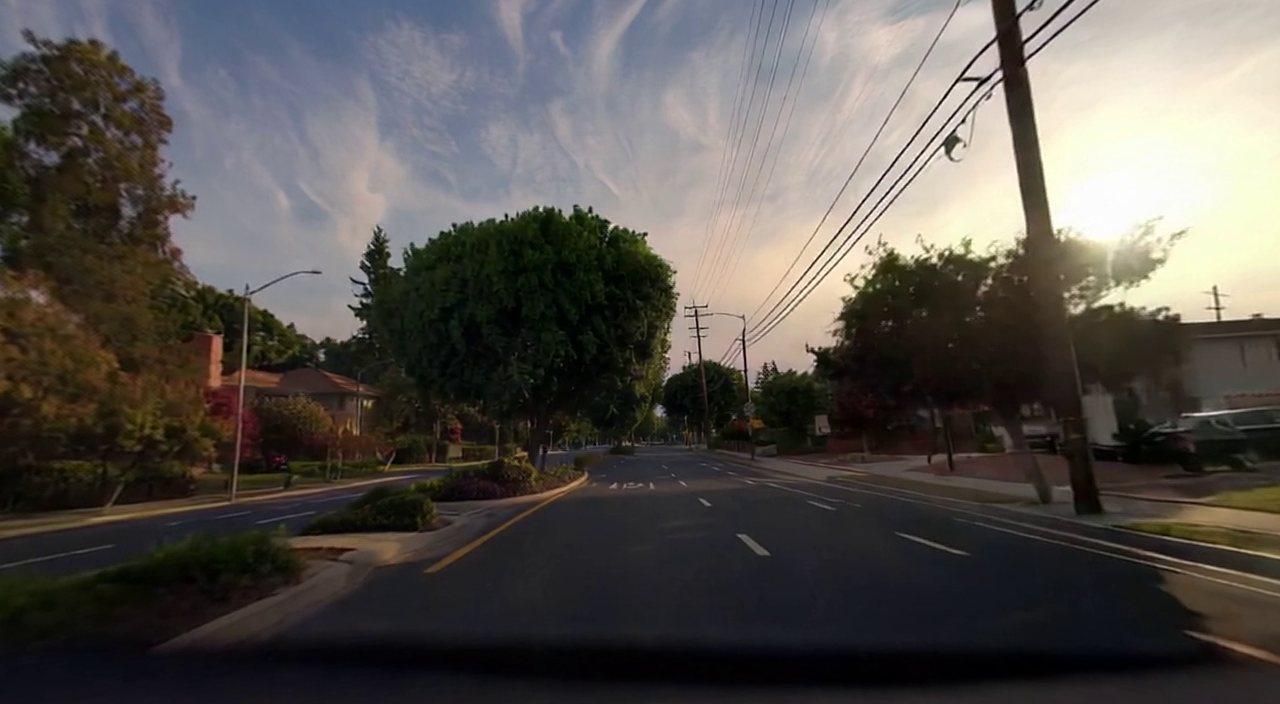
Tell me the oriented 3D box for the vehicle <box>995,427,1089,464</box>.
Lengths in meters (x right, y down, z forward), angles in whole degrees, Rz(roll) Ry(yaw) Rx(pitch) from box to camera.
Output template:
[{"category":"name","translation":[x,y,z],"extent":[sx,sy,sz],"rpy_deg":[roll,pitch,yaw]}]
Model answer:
[{"category":"vehicle","translation":[22.067,5.155,34.963],"extent":[1.960,1.873,4.839],"rpy_deg":[0,-8,0]}]

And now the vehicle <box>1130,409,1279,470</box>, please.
[{"category":"vehicle","translation":[16.611,2.403,17.301],"extent":[4.681,1.541,2.049],"rpy_deg":[0,-8,-3]}]
